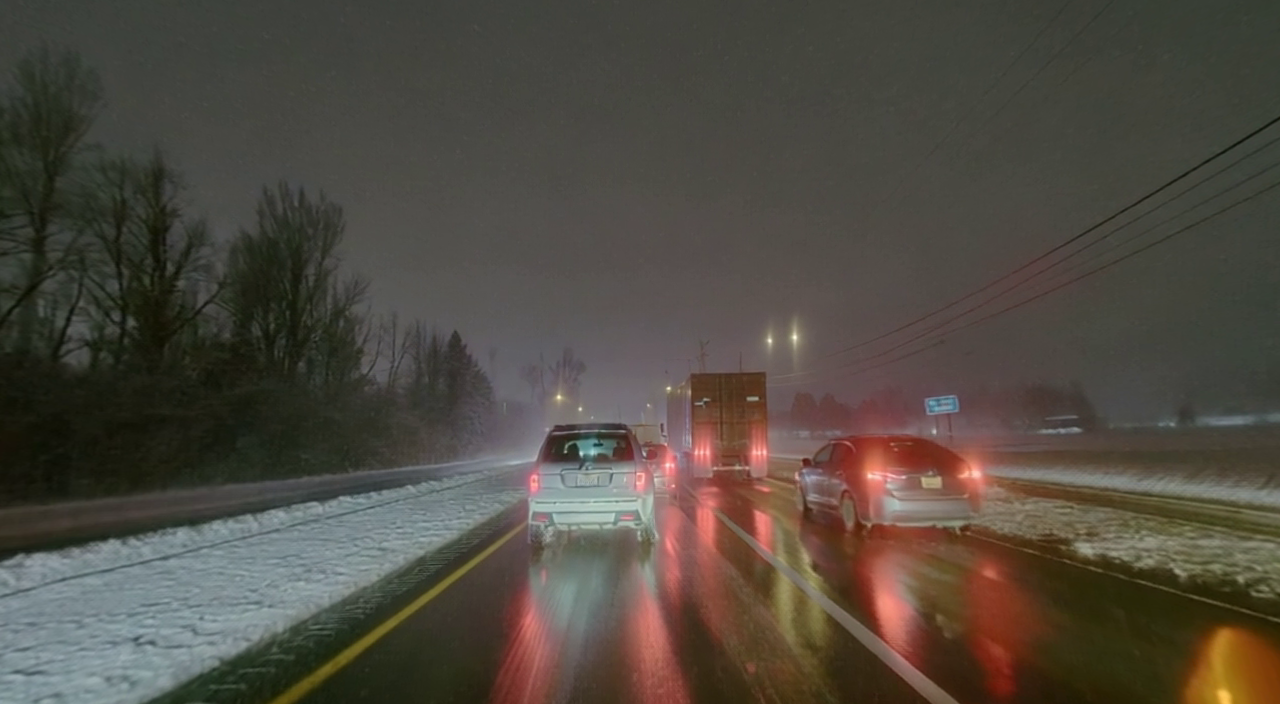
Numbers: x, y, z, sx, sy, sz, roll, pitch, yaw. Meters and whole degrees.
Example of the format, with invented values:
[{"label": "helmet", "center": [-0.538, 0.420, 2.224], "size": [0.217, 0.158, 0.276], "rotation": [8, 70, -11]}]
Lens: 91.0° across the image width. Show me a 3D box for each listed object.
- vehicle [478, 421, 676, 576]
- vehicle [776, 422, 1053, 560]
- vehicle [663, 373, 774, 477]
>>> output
[{"label": "vehicle", "center": [-0.703, 1.791, 8.505], "size": [2.009, 1.554, 4.013], "rotation": [0, -8, -2]}, {"label": "vehicle", "center": [3.566, 1.885, 9.395], "size": [1.960, 1.515, 4.713], "rotation": [0, -8, -1]}, {"label": "vehicle", "center": [3.529, 4.162, 34.315], "size": [3.591, 4.290, 16.696], "rotation": [0, -8, -1]}]
